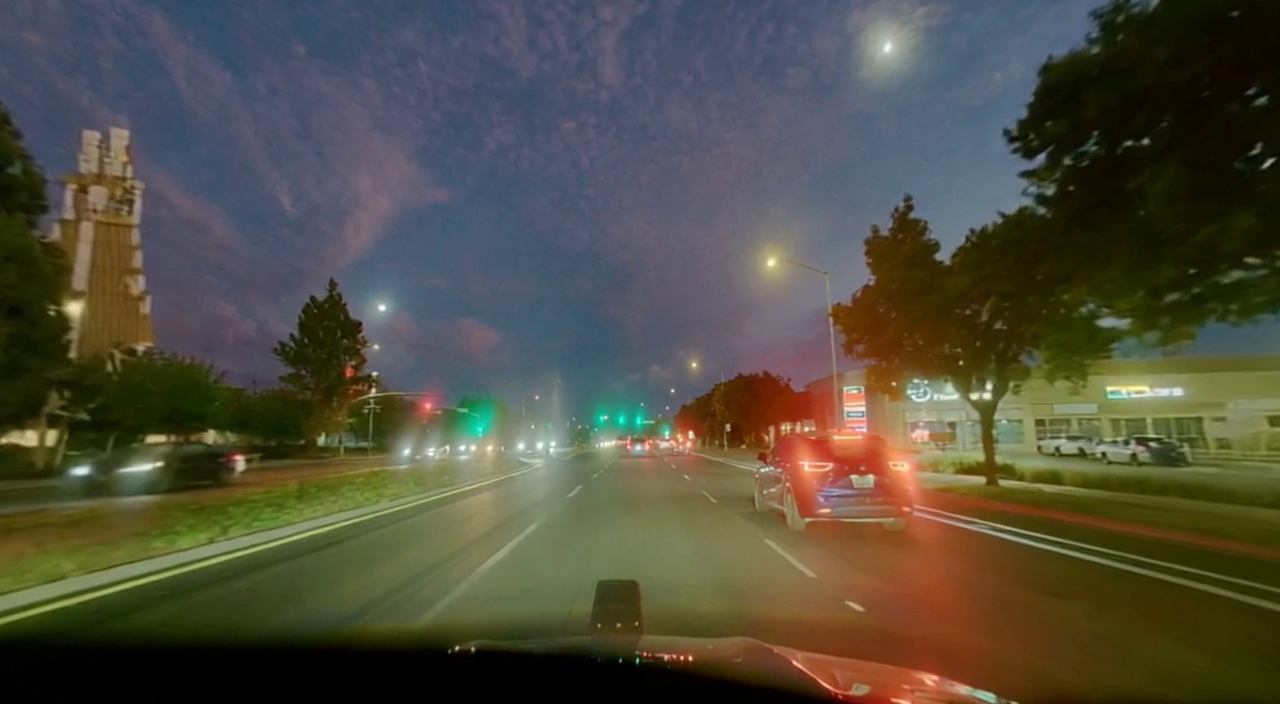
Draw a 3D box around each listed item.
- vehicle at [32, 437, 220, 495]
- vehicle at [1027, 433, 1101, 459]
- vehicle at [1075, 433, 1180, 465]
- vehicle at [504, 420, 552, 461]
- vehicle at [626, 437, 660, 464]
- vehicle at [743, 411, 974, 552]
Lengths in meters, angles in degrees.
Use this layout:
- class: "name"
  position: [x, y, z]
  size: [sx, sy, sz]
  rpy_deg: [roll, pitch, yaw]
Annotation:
- class: "vehicle"
  position: [-15.027, 3.333, 18.885]
  size: [1.849, 1.477, 4.513]
  rpy_deg: [0, -8, -1]
- class: "vehicle"
  position: [31.329, 6.993, 46.856]
  size: [1.980, 1.792, 4.850]
  rpy_deg: [0, -8, -1]
- class: "vehicle"
  position: [25.609, 5.117, 33.421]
  size: [1.924, 1.595, 4.372]
  rpy_deg: [0, -8, -2]
- class: "vehicle"
  position: [-7.505, 6.001, 42.817]
  size: [2.334, 2.525, 5.893]
  rpy_deg: [0, -8, -2]
- class: "vehicle"
  position: [0.129, 6.040, 38.848]
  size: [2.023, 1.532, 3.891]
  rpy_deg: [0, -8, -1]
- class: "vehicle"
  position: [3.004, 1.884, 9.896]
  size: [1.969, 1.682, 4.387]
  rpy_deg: [0, -8, -1]
